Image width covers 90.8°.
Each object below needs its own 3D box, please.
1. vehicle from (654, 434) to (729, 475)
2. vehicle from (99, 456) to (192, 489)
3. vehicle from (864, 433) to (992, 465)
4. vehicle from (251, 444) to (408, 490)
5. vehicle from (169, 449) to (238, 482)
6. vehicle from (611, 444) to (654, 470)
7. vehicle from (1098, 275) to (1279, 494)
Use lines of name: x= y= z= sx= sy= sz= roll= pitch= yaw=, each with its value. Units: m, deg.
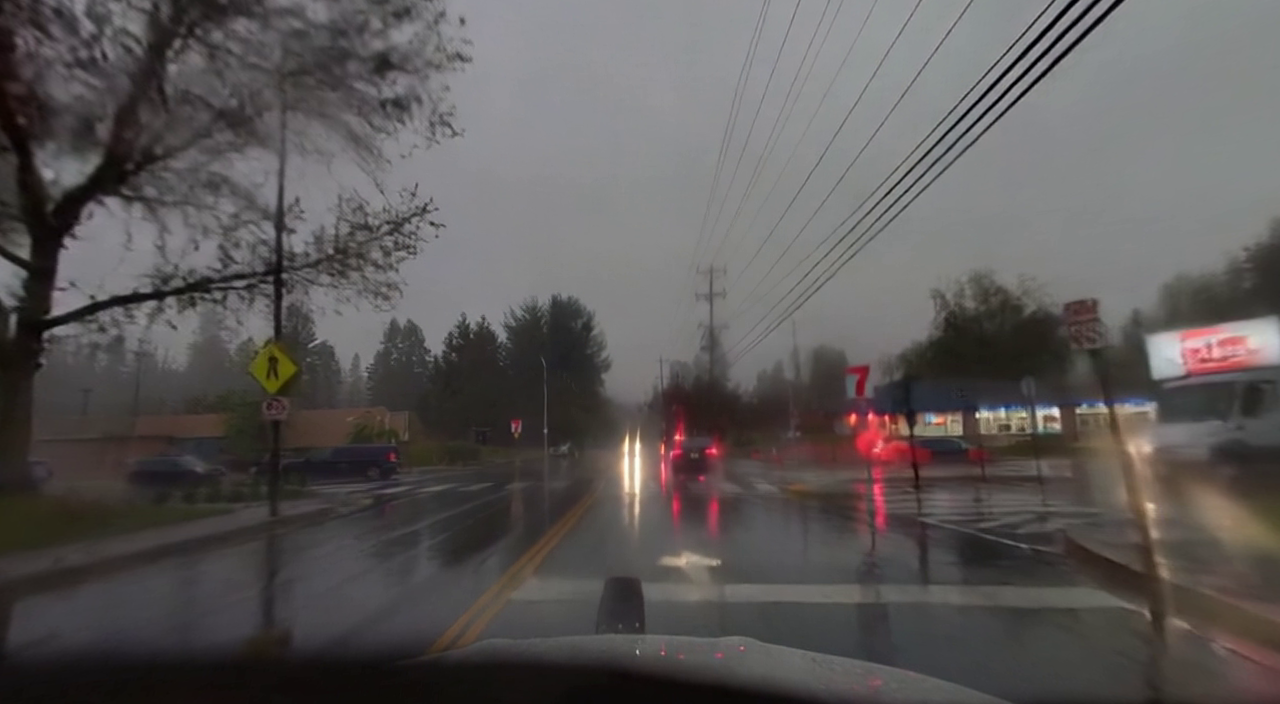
vehicle: x=2.476 y=5.200 z=32.231 sx=2.553 sy=1.868 sz=5.536 roll=1 pitch=-9 yaw=-9
vehicle: x=-29.251 y=7.108 z=37.619 sx=2.085 sy=1.763 sz=4.658 roll=1 pitch=-9 yaw=-6
vehicle: x=13.023 y=4.419 z=28.803 sx=4.872 sy=1.400 sz=1.955 roll=-1 pitch=-9 yaw=3
vehicle: x=-13.843 y=5.127 z=28.523 sx=5.866 sy=1.904 sz=2.197 roll=1 pitch=-9 yaw=-6
vehicle: x=-30.339 y=7.854 z=44.088 sx=2.087 sy=2.103 sz=4.490 roll=0 pitch=-9 yaw=-9
vehicle: x=-0.519 y=6.166 z=37.453 sx=1.874 sy=1.427 sz=3.976 roll=1 pitch=-9 yaw=-11
vehicle: x=15.125 y=0.749 z=12.461 sx=9.897 sy=3.821 sz=2.789 roll=0 pitch=-8 yaw=-1
